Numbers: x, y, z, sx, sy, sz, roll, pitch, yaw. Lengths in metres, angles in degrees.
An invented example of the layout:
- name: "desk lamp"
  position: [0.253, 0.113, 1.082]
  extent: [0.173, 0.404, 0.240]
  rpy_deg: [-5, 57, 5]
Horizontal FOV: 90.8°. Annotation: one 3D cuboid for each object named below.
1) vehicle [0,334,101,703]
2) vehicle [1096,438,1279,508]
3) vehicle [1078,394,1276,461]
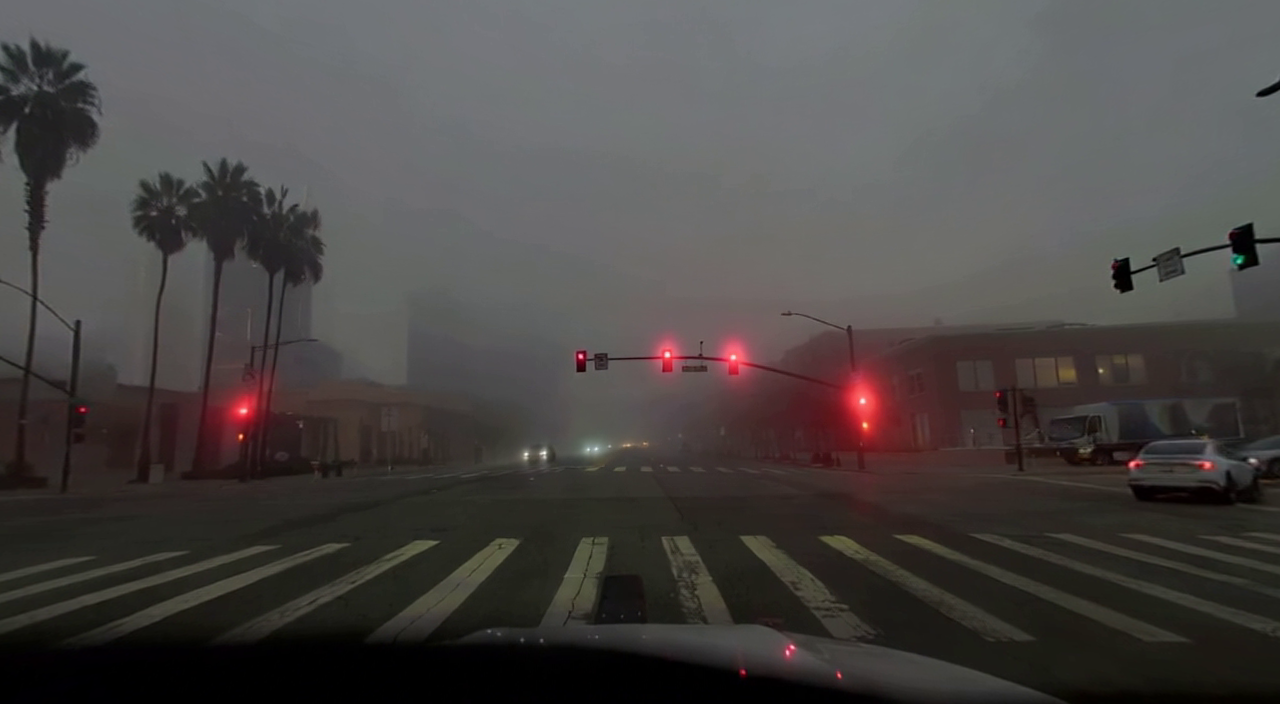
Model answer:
- name: "vehicle"
  position: [-3.334, 0.482, 0.280]
  extent: [2.026, 1.723, 4.832]
  rpy_deg: [0, -9, -2]
- name: "vehicle"
  position: [13.590, 2.883, 15.427]
  extent: [4.520, 1.475, 2.003]
  rpy_deg: [4, -10, -27]
- name: "vehicle"
  position: [32.621, 4.777, 39.326]
  extent: [2.863, 3.609, 10.252]
  rpy_deg: [0, -8, -3]
